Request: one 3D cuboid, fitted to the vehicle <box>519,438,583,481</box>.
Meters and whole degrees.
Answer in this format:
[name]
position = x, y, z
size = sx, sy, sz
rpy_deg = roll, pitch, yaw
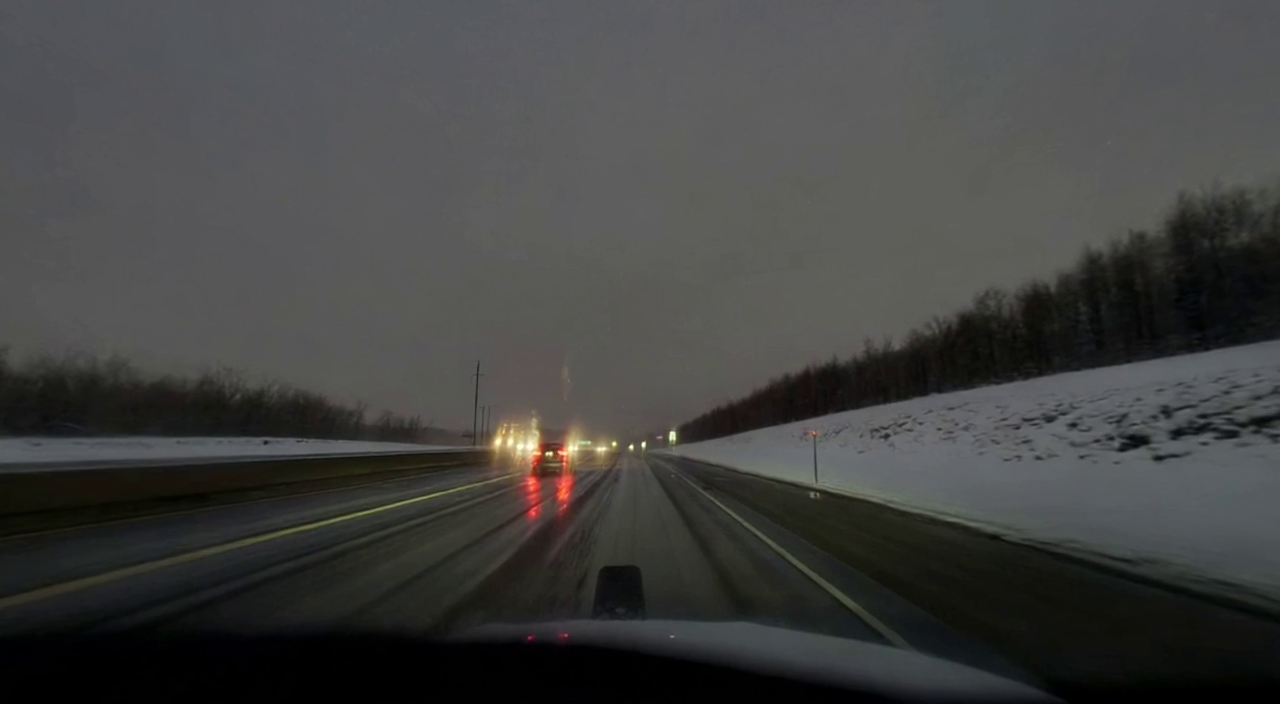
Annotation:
[vehicle]
position = -3.774, 4.656, 27.478
size = 2.133, 1.683, 4.340
rpy_deg = 1, -9, 0
